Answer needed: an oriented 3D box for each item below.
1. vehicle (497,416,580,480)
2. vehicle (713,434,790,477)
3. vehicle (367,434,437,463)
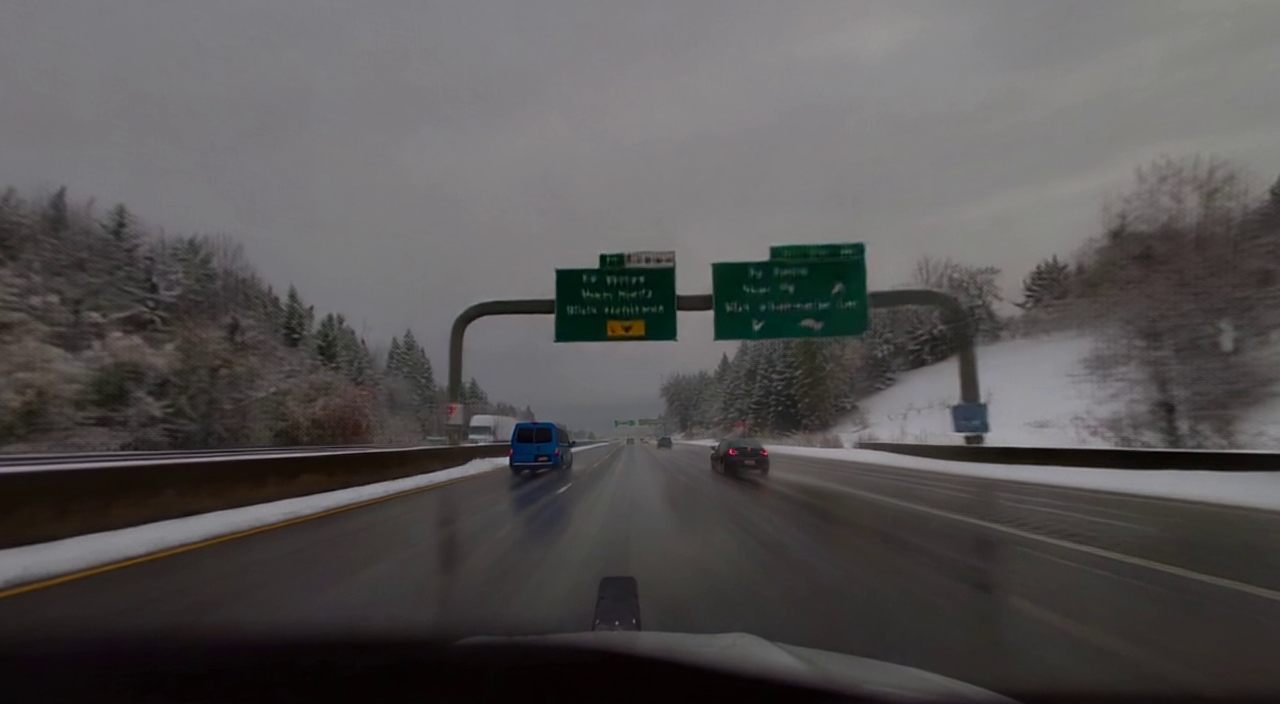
[{"bbox_3d":[-3.543,3.454,23.082,2.275,2.053,5.082,0,-8,-1],"label":"vehicle"},{"bbox_3d":[4.002,3.764,23.322,2.020,1.464,3.803,0,-8,-2],"label":"vehicle"},{"bbox_3d":[-12.833,5.221,34.365,2.056,1.486,4.535,0,-8,0],"label":"vehicle"}]
